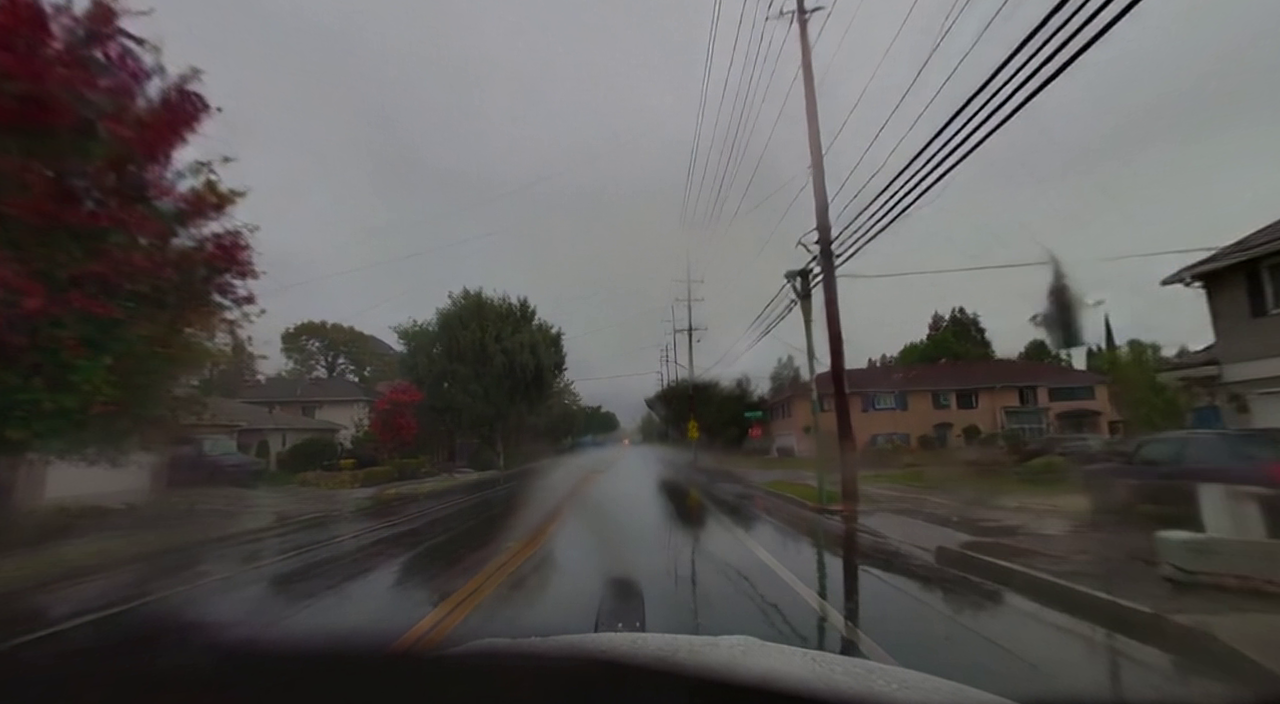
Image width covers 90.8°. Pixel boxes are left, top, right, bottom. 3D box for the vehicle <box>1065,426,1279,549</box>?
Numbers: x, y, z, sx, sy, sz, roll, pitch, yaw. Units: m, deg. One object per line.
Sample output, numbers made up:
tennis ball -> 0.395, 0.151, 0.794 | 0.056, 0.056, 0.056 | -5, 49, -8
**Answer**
vehicle -> 8.716, 1.882, 9.218 | 1.811, 1.491, 4.407 | 0, -8, -2
